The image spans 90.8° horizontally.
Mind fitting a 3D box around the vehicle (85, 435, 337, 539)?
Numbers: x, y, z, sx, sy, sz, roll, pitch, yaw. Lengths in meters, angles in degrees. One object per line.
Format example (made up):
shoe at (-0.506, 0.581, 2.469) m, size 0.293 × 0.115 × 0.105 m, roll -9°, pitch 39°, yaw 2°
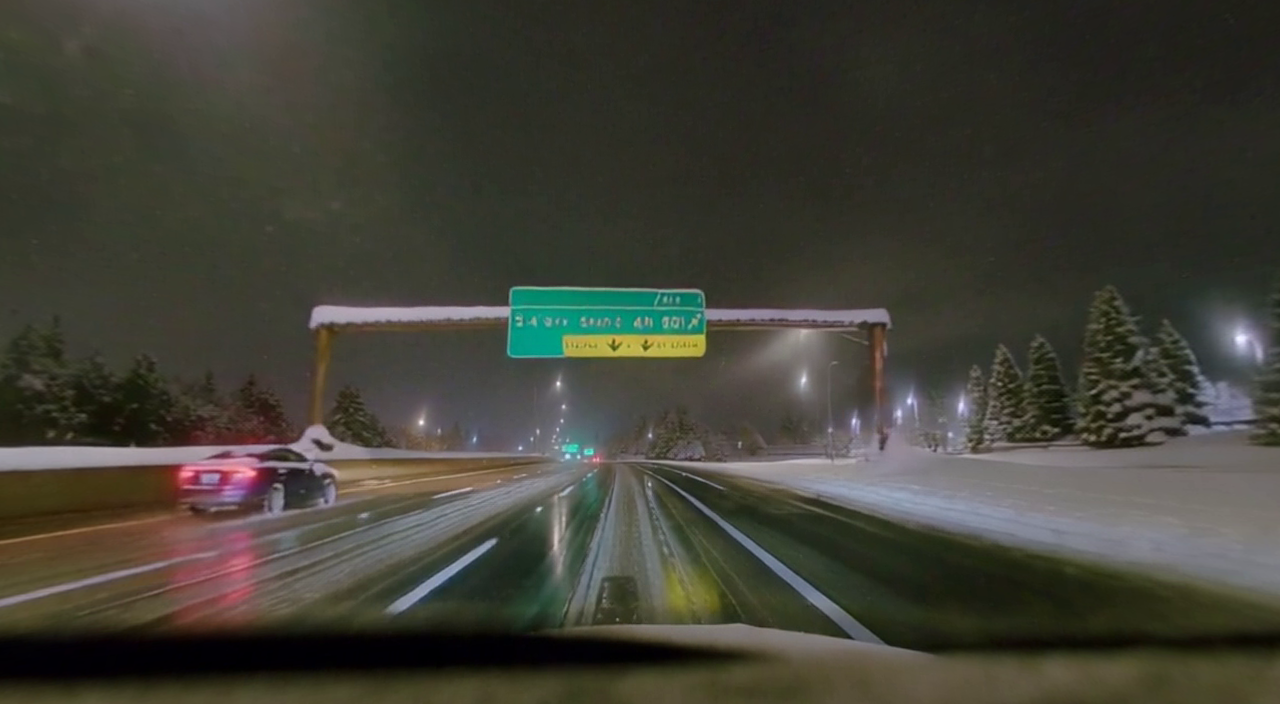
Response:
vehicle at (-7.746, 2.450, 12.041) m, size 1.924 × 1.601 × 4.115 m, roll 0°, pitch -9°, yaw -1°
